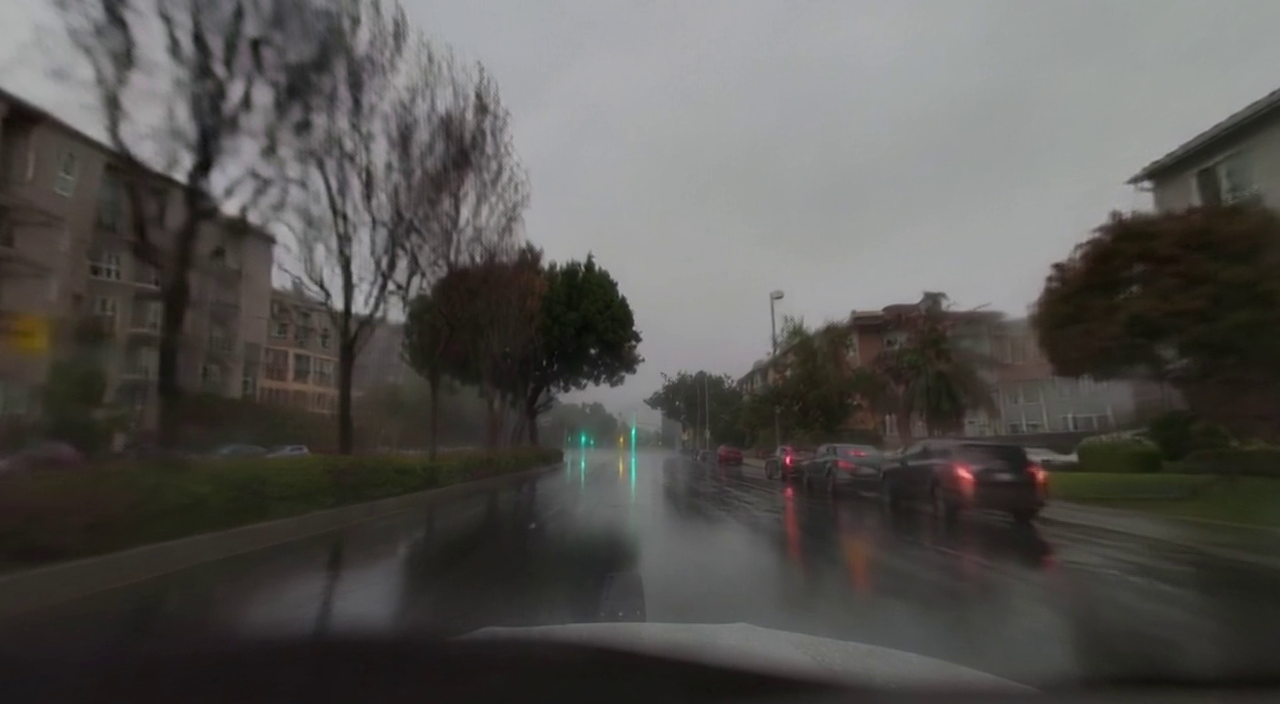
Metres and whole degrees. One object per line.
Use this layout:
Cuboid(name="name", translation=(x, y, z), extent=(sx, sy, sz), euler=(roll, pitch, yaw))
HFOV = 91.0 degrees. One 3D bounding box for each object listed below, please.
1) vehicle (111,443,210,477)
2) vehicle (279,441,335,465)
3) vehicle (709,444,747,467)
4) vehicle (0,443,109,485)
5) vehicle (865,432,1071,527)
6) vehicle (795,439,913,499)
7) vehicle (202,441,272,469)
Cuboid(name="vehicle", translation=(-25.777, 5.808, 34.050), extent=(1.945, 1.694, 4.329), euler=(0, -9, 0))
Cuboid(name="vehicle", translation=(-25.456, 7.781, 48.275), extent=(2.000, 1.696, 4.318), euler=(0, -9, -1))
Cuboid(name="vehicle", translation=(6.281, 7.397, 45.295), extent=(2.056, 1.528, 4.816), euler=(0, -9, 0))
Cuboid(name="vehicle", translation=(-25.961, 4.770, 27.214), extent=(1.996, 1.650, 4.382), euler=(0, -9, 2))
Cuboid(name="vehicle", translation=(6.719, 2.634, 13.591), extent=(2.078, 1.699, 4.292), euler=(0, -9, -1))
Cuboid(name="vehicle", translation=(6.634, 3.663, 20.164), extent=(2.060, 1.672, 4.556), euler=(0, -9, -1))
Cuboid(name="vehicle", translation=(-25.922, 6.632, 40.637), extent=(1.781, 1.666, 4.238), euler=(0, -9, -2))
